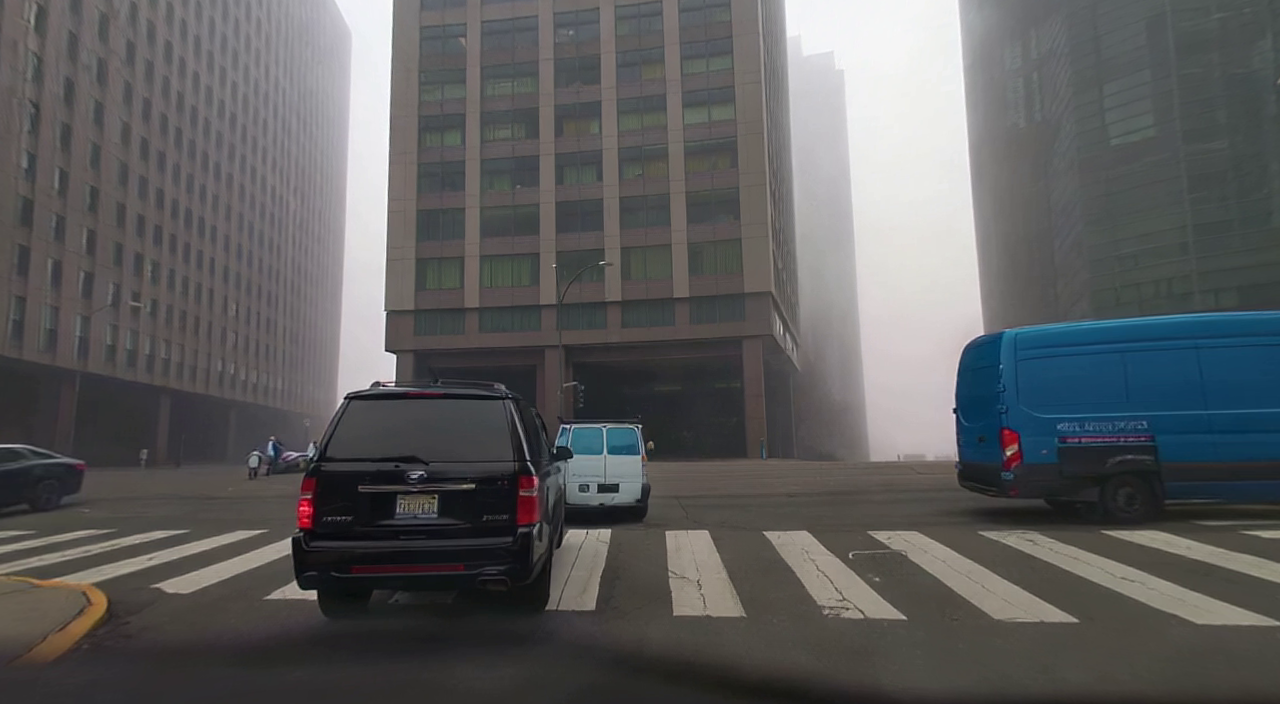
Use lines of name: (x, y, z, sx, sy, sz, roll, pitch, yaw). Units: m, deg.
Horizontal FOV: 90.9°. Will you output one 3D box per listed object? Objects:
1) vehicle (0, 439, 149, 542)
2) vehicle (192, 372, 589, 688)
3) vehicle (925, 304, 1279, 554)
vehicle: (-12.004, 2.436, 11.195, 2.021, 1.742, 4.654, -6, -11, 36)
vehicle: (-1.631, 1.289, 5.710, 2.144, 1.733, 4.115, 1, -9, -7)
vehicle: (7.822, 0.993, 8.195, 6.932, 2.753, 2.446, 0, -8, 1)
